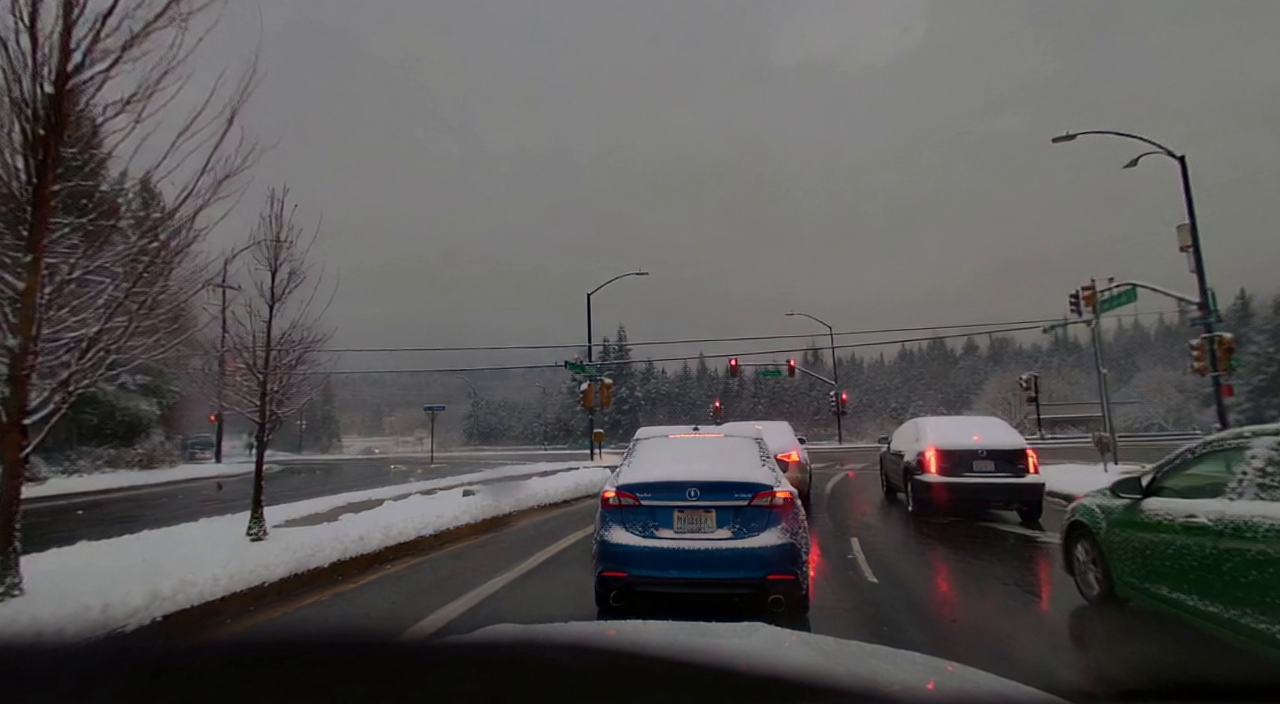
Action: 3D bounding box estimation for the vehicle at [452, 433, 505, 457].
[{"bbox_3d":[-12.435,7.128,48.200,1.972,1.705,4.457,8,-11,-44],"label":"vehicle"}]

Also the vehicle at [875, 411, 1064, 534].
[{"bbox_3d":[5.547,2.045,11.286,2.102,1.717,4.373,-2,-9,16],"label":"vehicle"}]

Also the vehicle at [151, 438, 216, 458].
[{"bbox_3d":[-35.352,7.445,48.657,1.652,1.433,3.733,-7,-11,40],"label":"vehicle"}]

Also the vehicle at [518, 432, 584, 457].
[{"bbox_3d":[-5.941,6.109,41.549,1.932,1.573,4.509,8,-12,-44],"label":"vehicle"}]

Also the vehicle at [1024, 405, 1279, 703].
[{"bbox_3d":[4.249,1.061,3.367,1.954,1.508,4.441,-1,-8,6],"label":"vehicle"}]

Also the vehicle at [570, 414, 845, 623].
[{"bbox_3d":[0.863,1.499,6.687,2.052,1.483,3.928,-2,-8,12],"label":"vehicle"}]
